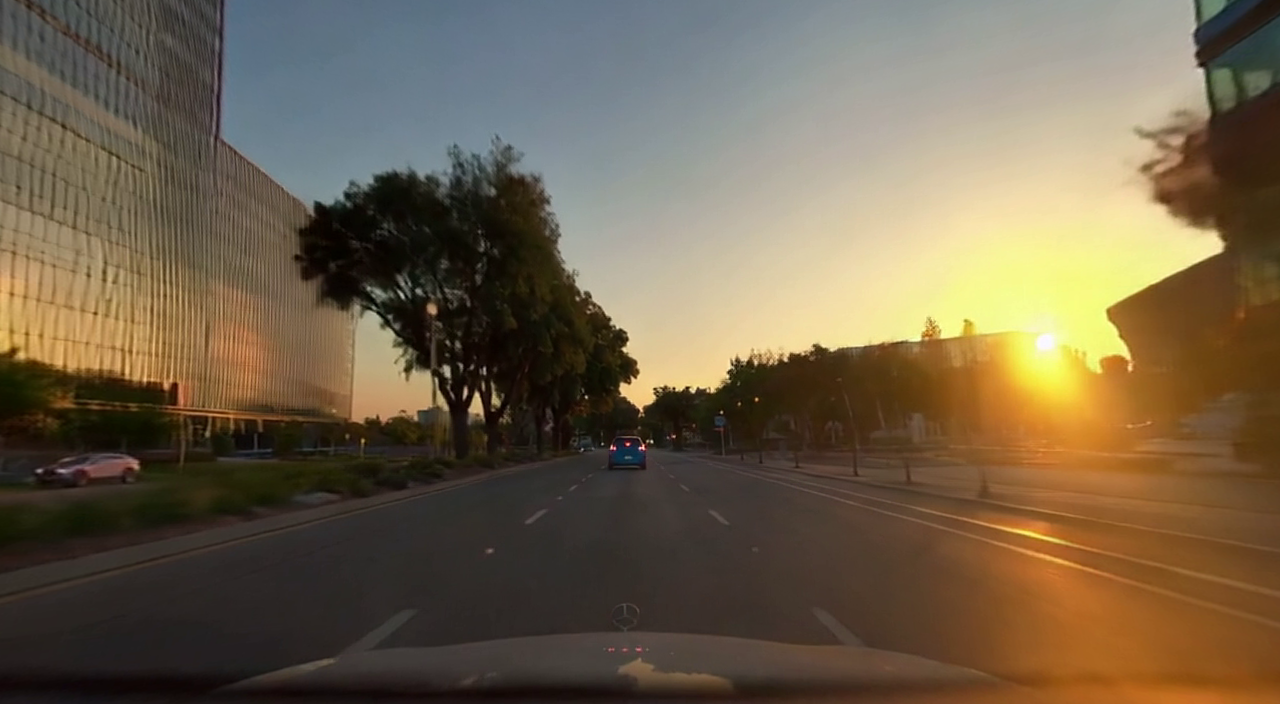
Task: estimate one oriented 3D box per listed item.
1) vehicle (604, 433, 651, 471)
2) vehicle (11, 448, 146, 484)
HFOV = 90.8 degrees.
[{"bbox_3d":[-0.624,5.254,33.356,2.313,1.860,4.319,0,-8,-1],"label":"vehicle"},{"bbox_3d":[-29.692,6.001,33.629,4.813,1.783,1.983,3,-9,-20],"label":"vehicle"}]
